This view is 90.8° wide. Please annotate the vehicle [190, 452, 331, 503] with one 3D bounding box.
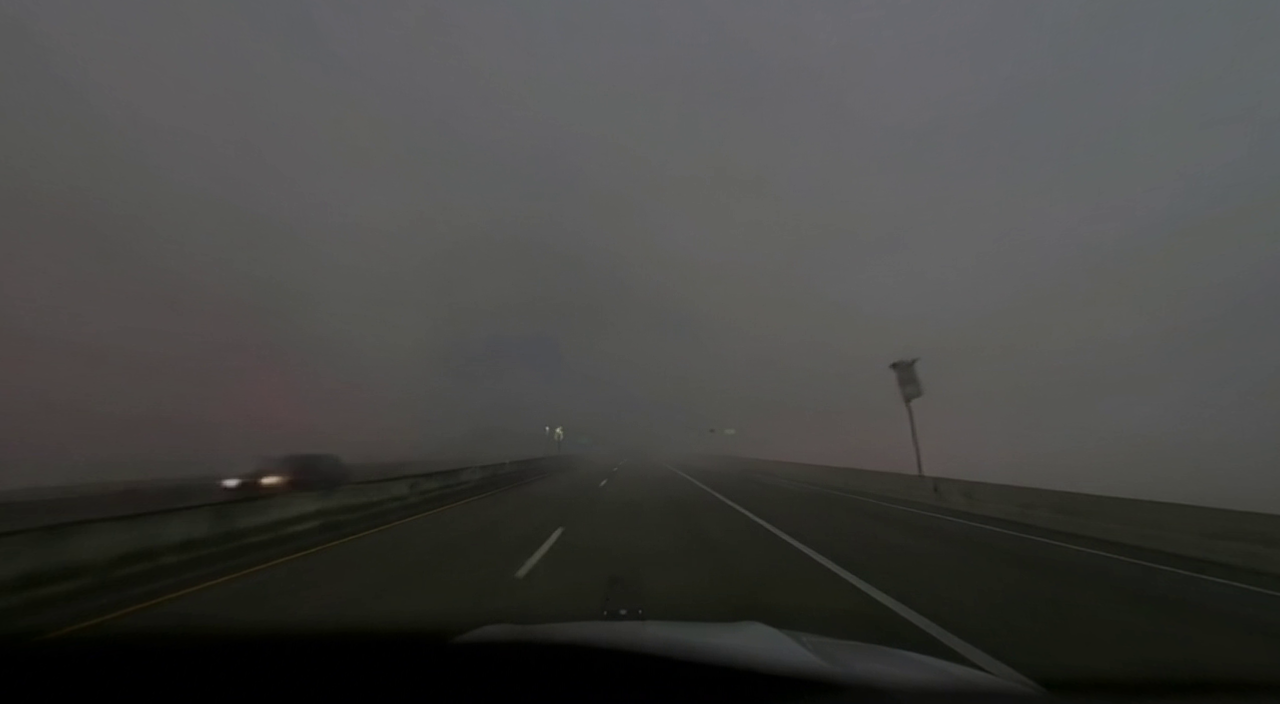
[{"bbox_3d":[-12.346,4.076,20.928,1.944,1.473,4.398,0,-9,0],"label":"vehicle"}]
